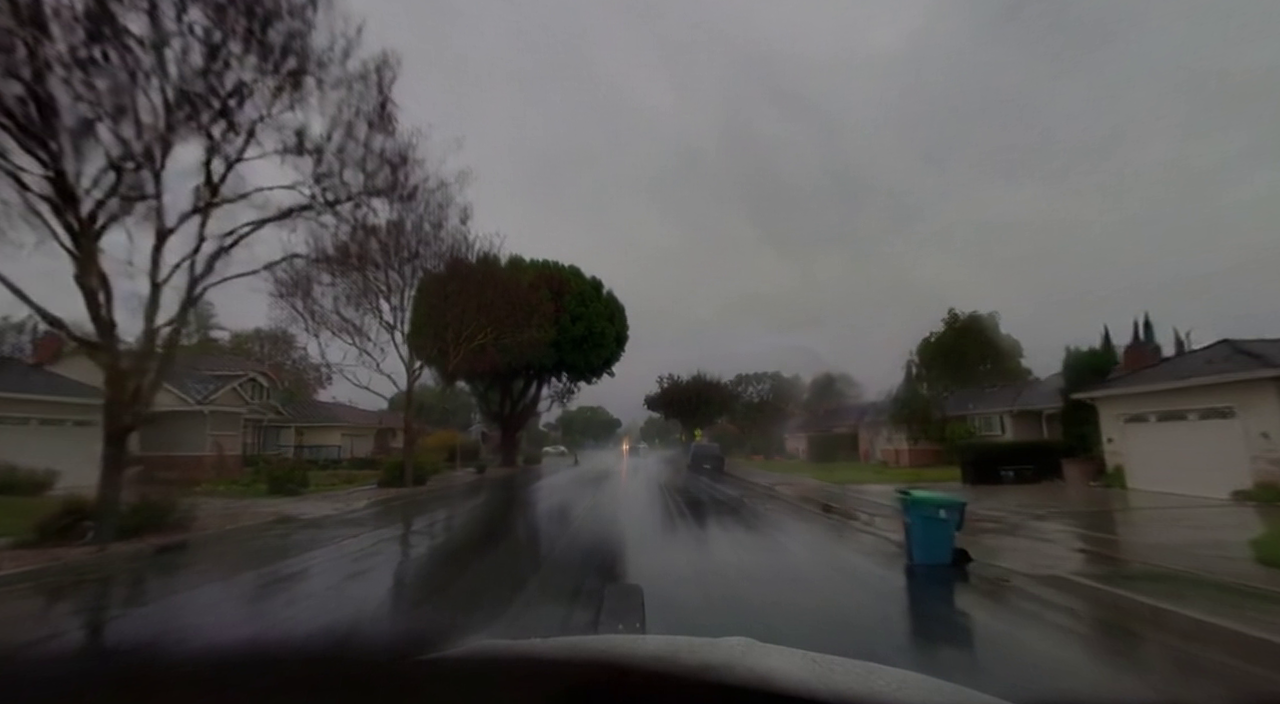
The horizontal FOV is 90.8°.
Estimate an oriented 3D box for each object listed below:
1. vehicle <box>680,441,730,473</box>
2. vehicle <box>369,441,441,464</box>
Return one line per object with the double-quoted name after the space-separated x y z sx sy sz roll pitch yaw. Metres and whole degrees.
3.538 5.824 35.290 2.136 1.596 4.790 0 -8 -1 "vehicle"
-17.435 7.470 47.070 4.607 1.573 2.058 1 -8 -5 "vehicle"
